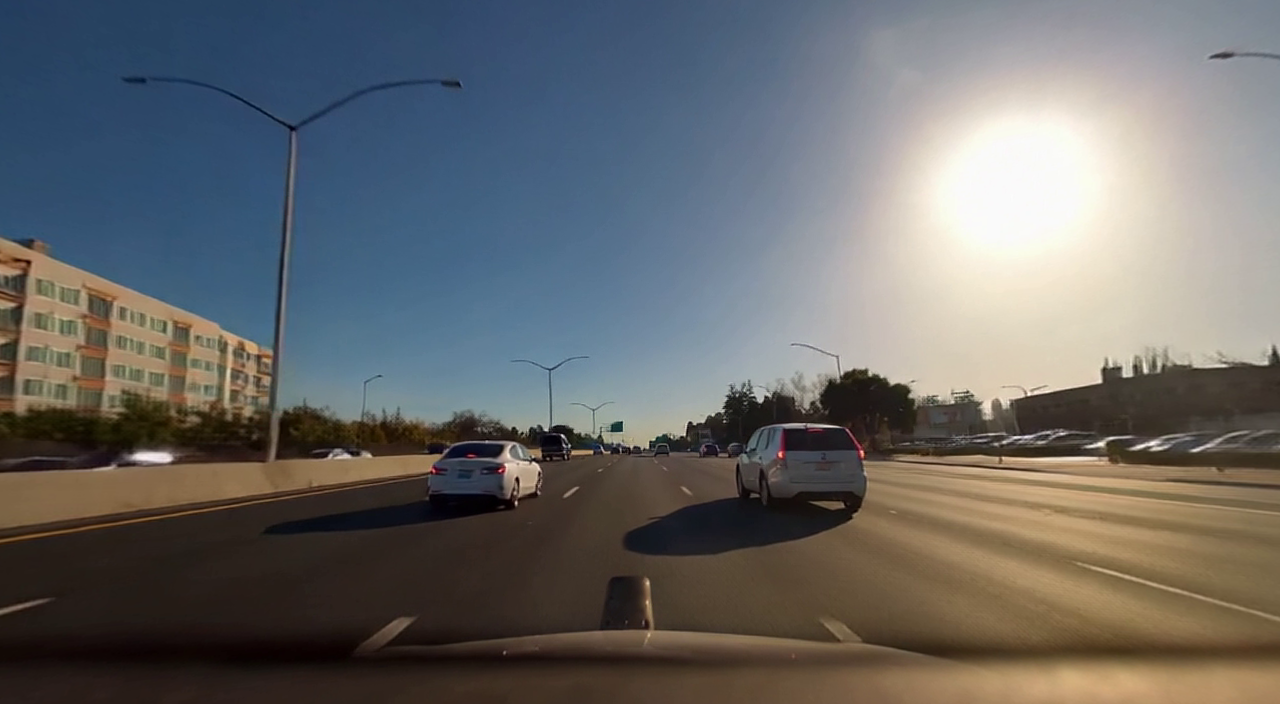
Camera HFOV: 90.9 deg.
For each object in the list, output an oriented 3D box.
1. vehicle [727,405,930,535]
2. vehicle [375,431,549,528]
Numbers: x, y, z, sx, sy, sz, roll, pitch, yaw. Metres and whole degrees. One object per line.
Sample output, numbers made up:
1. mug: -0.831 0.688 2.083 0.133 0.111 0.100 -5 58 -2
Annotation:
1. vehicle: 3.063 2.058 11.585 2.148 1.852 4.835 0 -8 -1
2. vehicle: -3.234 2.418 12.630 2.080 1.542 4.718 -1 -8 1
